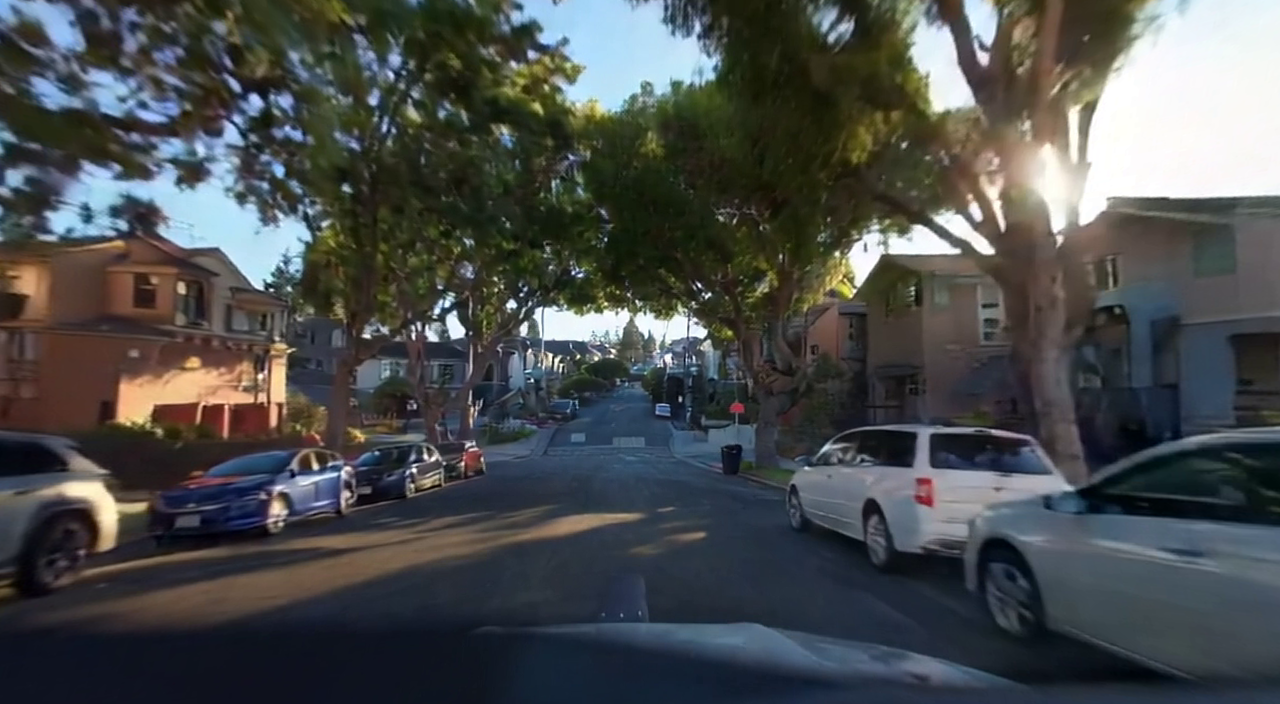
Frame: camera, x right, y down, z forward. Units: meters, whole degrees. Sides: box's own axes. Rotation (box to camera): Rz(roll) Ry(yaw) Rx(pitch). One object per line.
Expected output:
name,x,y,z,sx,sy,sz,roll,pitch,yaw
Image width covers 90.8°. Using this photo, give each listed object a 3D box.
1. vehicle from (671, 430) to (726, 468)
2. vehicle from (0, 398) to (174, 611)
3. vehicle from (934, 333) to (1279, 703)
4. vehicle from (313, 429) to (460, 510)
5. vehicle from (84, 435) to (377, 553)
vehicle,2.628,4.488,29.429,1.966,1.620,4.187,0,-8,-3
vehicle,-6.192,1.214,4.890,1.830,1.750,4.502,1,-8,-2
vehicle,3.428,0.863,2.828,1.952,1.738,4.518,0,-8,-1
vehicle,-6.137,2.824,16.015,1.922,1.569,4.677,-1,-5,-1
vehicle,-6.296,2.174,10.535,1.909,1.490,4.439,-1,-8,0
